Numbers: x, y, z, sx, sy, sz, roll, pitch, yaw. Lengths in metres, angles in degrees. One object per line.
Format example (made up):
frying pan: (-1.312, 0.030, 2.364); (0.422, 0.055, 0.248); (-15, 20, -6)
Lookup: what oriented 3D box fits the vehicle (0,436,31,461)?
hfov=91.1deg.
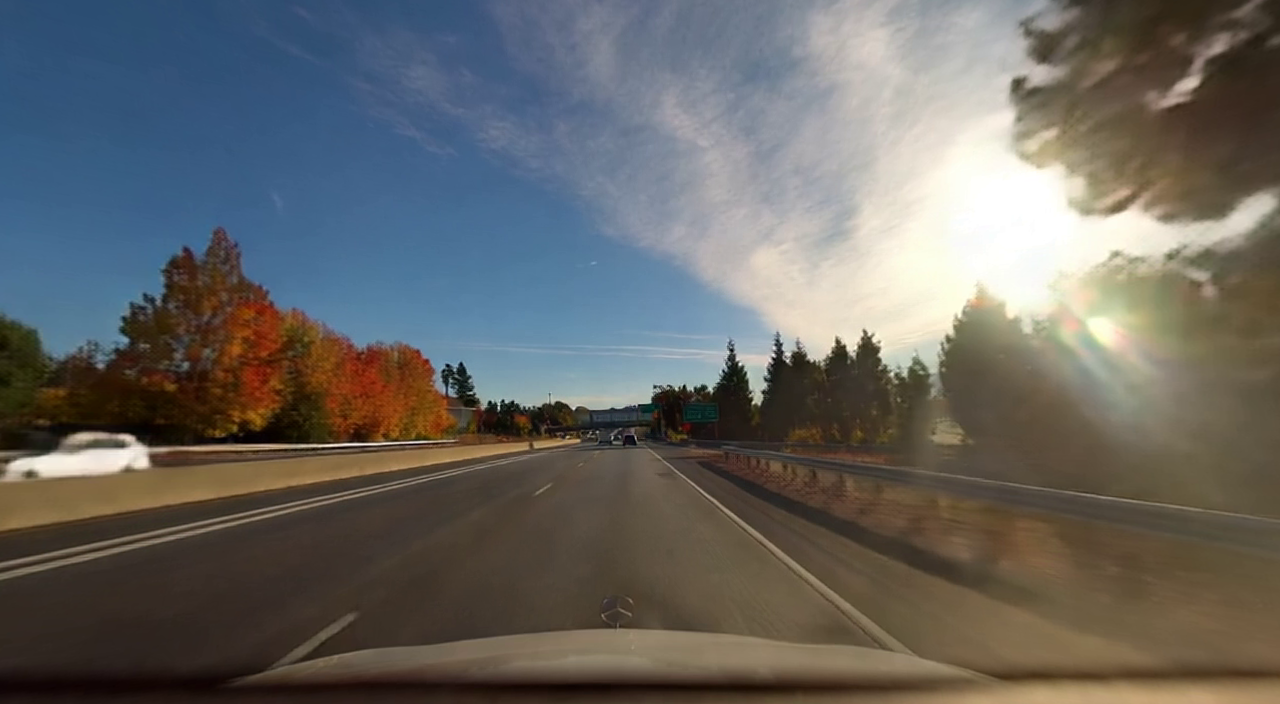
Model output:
vehicle: (-49.393, 7.535, 49.232); (2.079, 1.843, 5.261); (6, -10, -42)
